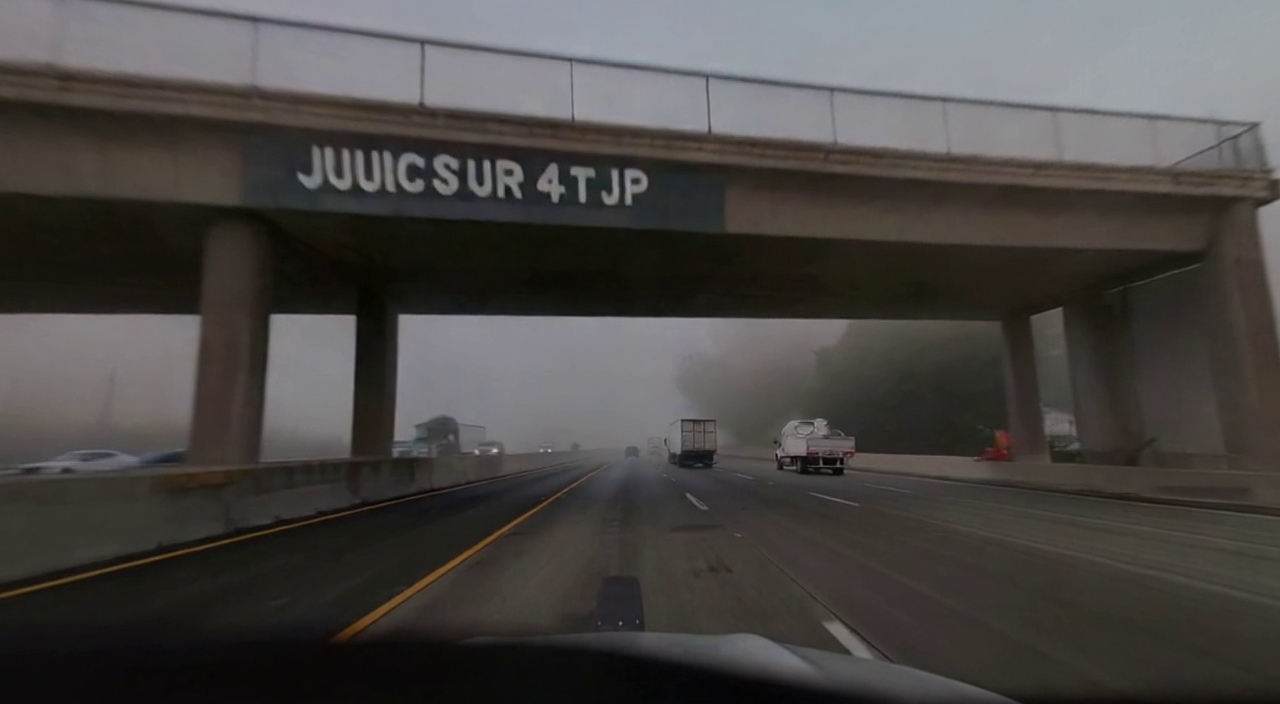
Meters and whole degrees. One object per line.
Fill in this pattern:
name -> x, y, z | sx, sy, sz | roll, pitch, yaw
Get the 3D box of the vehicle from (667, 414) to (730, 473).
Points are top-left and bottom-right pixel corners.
vehicle -> 3.263, 5.403, 37.125 | 2.742, 3.054, 7.537 | 0, -9, -2

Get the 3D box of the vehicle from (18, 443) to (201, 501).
vehicle -> -14.040, 3.162, 17.022 | 1.881, 1.385, 3.476 | 0, -9, -1

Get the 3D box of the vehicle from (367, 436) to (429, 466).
vehicle -> -17.479, 7.194, 45.952 | 2.330, 2.041, 5.234 | 0, -9, 1

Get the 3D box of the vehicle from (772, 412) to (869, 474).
vehicle -> 10.615, 5.558, 38.460 | 2.912, 3.293, 9.588 | 0, -9, -1
